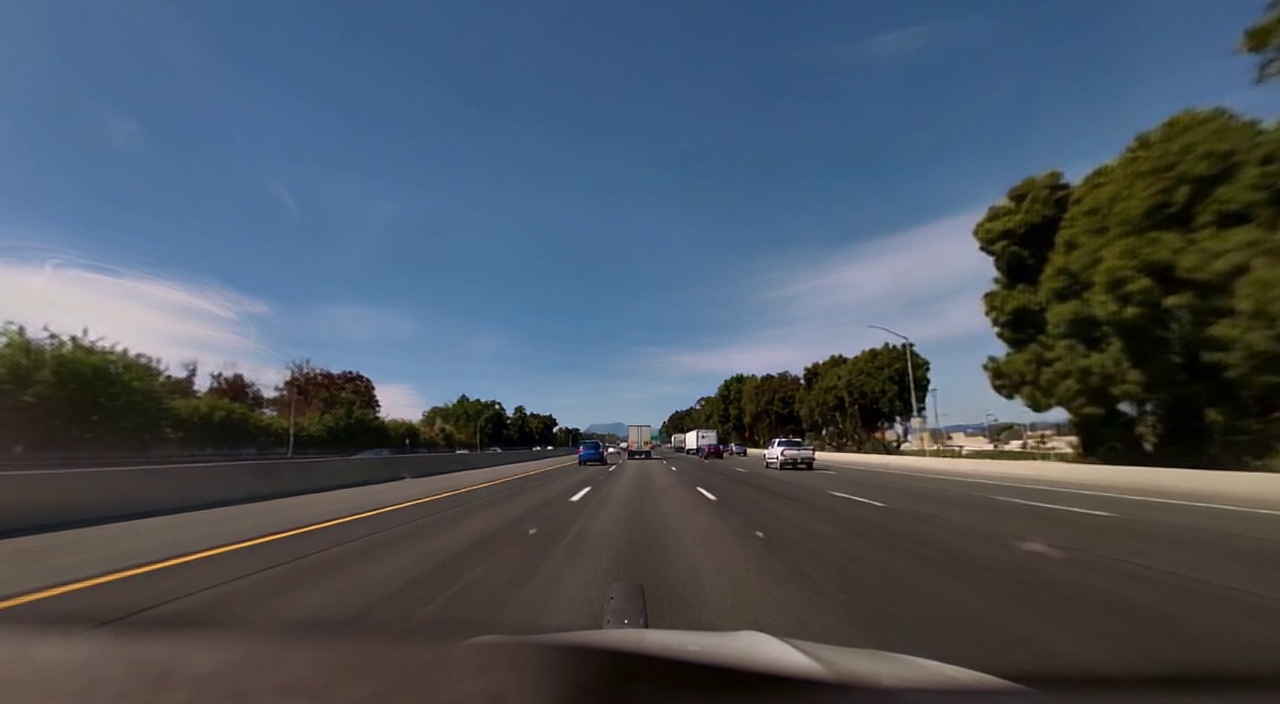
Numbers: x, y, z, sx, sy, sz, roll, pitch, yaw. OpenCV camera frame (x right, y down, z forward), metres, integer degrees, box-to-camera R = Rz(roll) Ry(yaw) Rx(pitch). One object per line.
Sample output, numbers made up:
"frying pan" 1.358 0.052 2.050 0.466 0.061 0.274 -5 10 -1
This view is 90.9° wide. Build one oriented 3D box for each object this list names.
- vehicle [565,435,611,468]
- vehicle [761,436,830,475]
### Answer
"vehicle" -3.271 6.375 40.596 2.453 1.952 5.320 0 -8 1
"vehicle" 7.231 4.856 29.778 2.063 1.706 4.259 0 -8 -1
